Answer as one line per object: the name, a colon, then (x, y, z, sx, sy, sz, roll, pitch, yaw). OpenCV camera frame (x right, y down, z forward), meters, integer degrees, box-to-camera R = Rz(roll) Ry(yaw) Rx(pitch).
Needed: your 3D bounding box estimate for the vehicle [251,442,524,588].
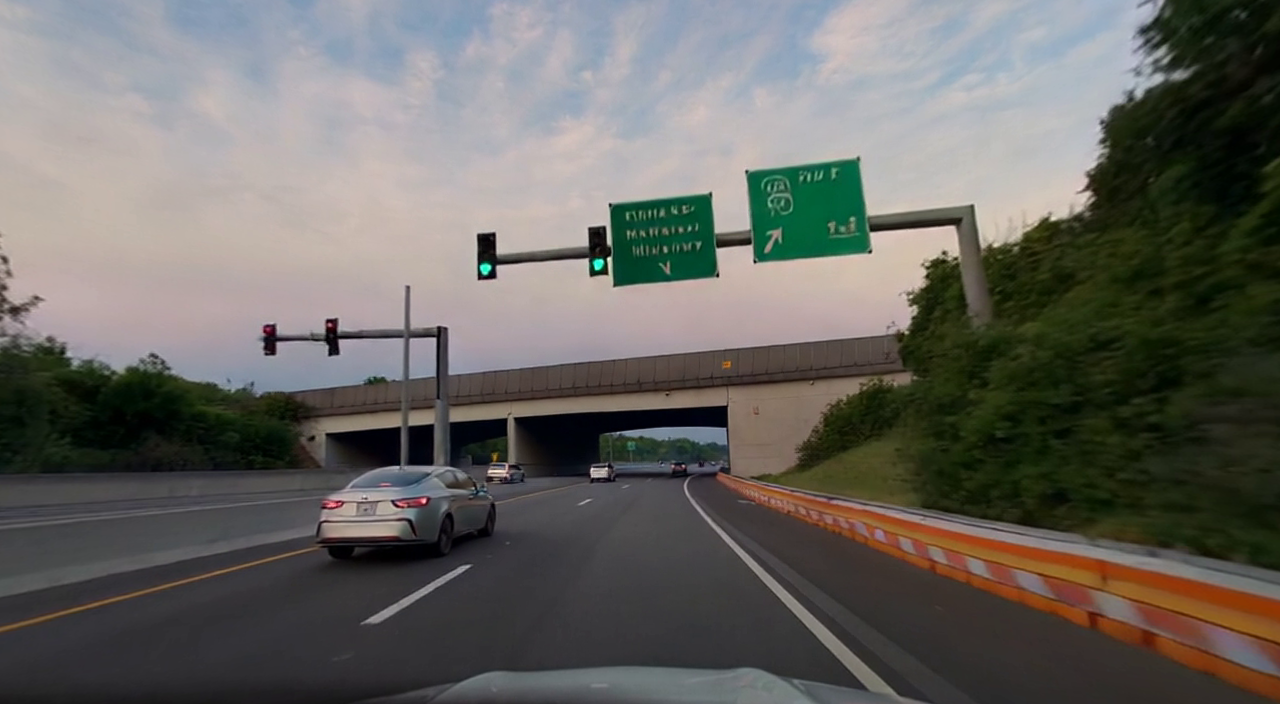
vehicle: (-2.977, 2.032, 8.463, 1.992, 1.466, 3.690, 0, -10, 2)
